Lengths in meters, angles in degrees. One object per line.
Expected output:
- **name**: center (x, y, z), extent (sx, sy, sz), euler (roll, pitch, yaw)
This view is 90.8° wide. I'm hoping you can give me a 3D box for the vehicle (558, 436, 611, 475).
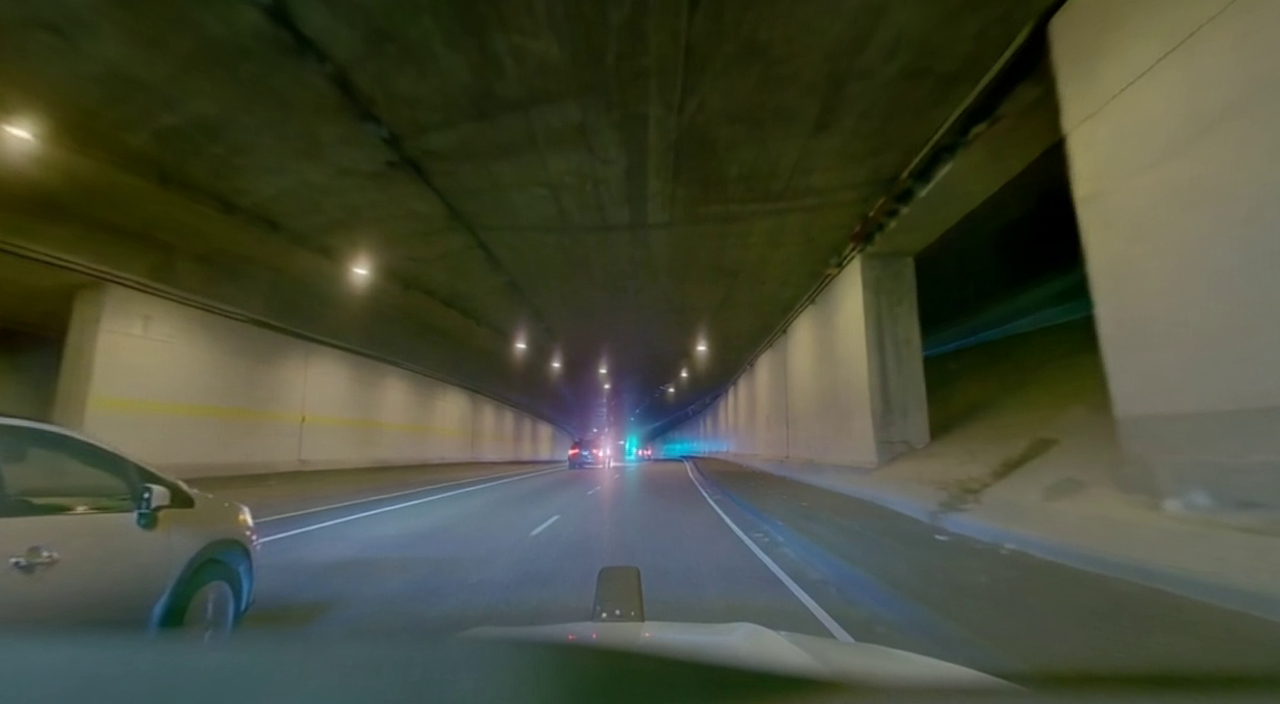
- **vehicle**: center (-2.612, 5.008, 30.648), extent (1.961, 1.725, 4.315), euler (-1, -9, 3)
